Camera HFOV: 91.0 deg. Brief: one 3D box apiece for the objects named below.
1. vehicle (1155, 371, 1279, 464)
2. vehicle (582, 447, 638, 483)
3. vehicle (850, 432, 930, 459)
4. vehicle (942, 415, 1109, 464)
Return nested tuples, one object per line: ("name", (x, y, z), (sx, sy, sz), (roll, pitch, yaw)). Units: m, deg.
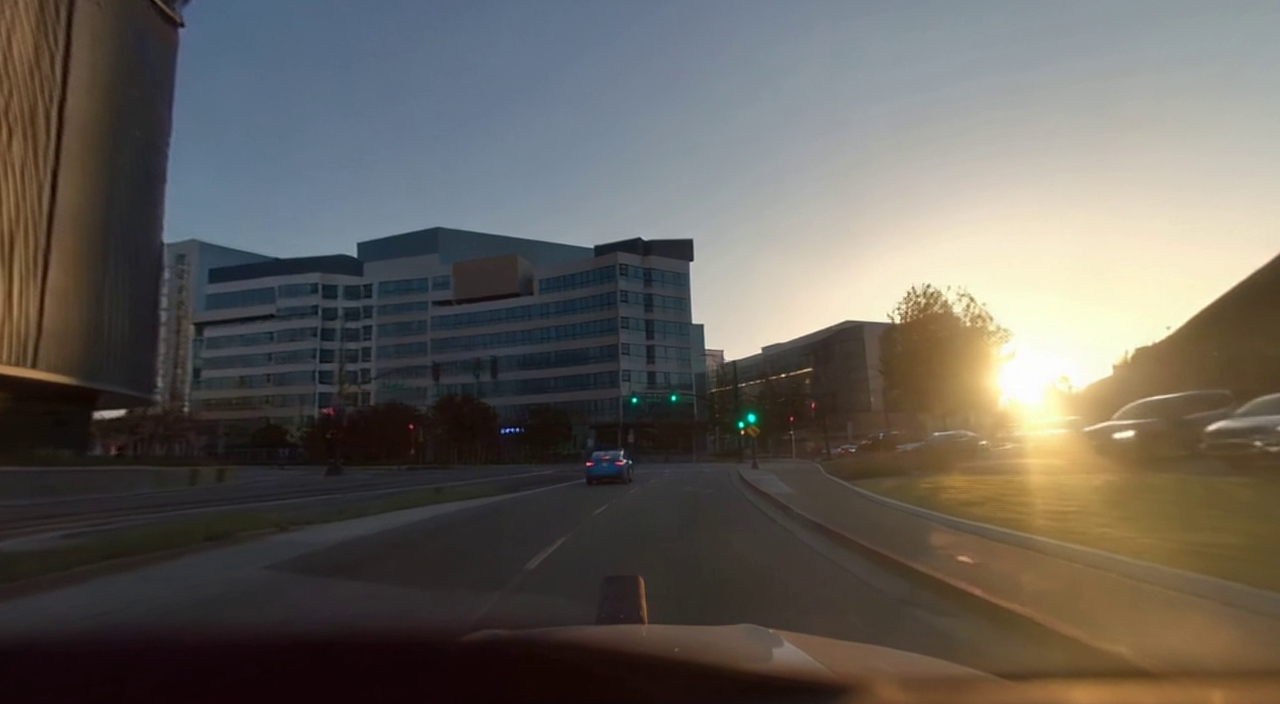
("vehicle", (13.501, 1.324, 12.424), (4.649, 1.695, 2.154), (-1, -9, 3))
("vehicle", (-1.298, 5.122, 28.855), (1.971, 1.486, 4.380), (-1, -9, 5))
("vehicle", (15.542, 5.868, 39.335), (4.120, 1.558, 1.959), (-1, -9, 3))
("vehicle", (14.615, 3.374, 24.147), (4.904, 1.755, 2.114), (-1, -9, 4))
